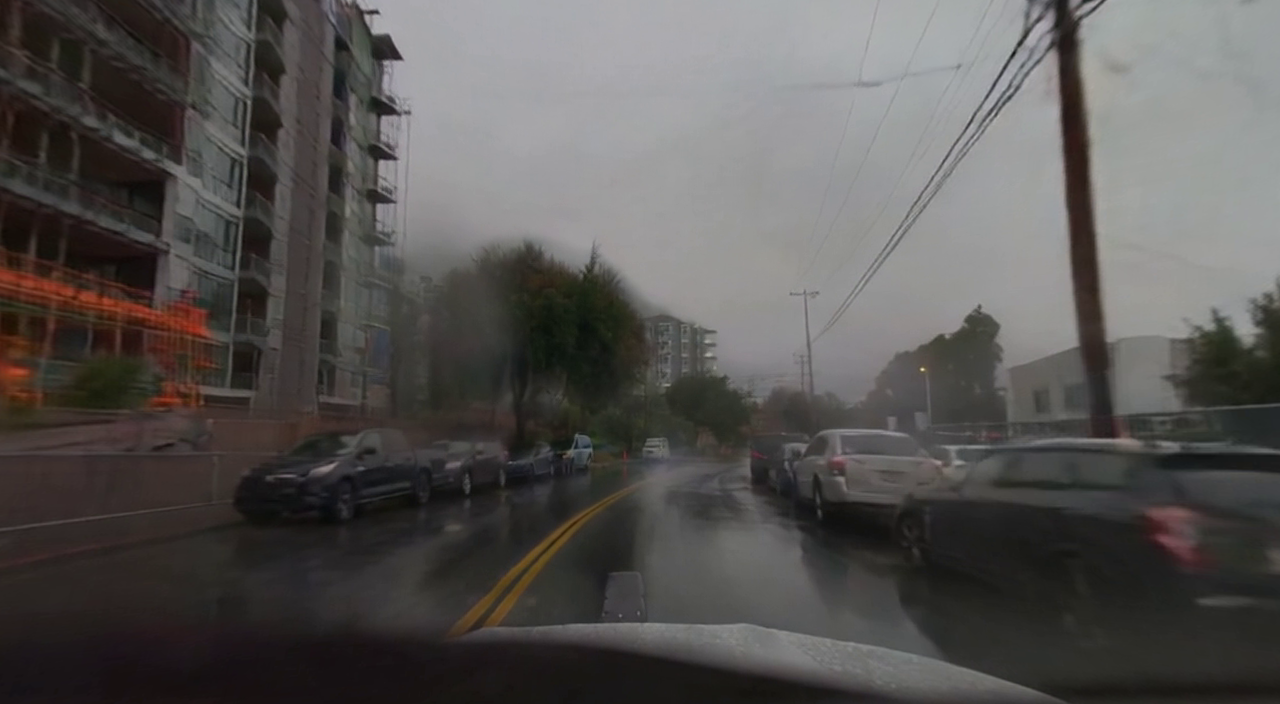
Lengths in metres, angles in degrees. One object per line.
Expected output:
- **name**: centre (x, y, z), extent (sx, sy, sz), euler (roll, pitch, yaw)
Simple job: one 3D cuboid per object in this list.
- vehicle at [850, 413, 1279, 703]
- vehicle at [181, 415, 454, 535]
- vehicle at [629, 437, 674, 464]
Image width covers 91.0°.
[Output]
- **vehicle**: centre (3.541, 1.422, 5.381), extent (2.013, 1.566, 4.573), euler (0, -8, 1)
- **vehicle**: centre (-5.929, 2.351, 12.785), extent (2.194, 1.861, 5.725), euler (-1, -8, 4)
- **vehicle**: centre (0.911, 7.417, 47.553), extent (1.953, 1.871, 4.712), euler (-3, -9, 20)
